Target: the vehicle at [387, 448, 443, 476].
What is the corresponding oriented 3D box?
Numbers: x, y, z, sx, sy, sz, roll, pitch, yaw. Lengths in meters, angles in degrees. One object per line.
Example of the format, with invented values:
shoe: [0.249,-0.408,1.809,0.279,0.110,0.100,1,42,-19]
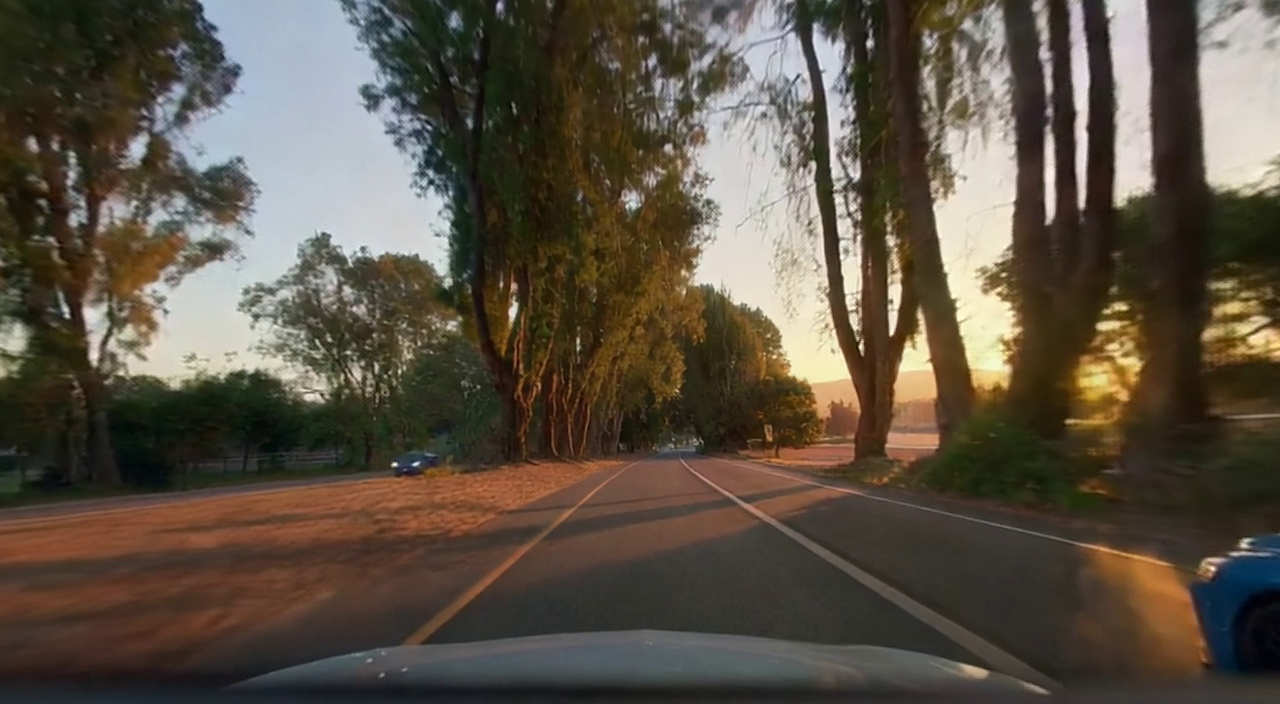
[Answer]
vehicle: [-15.475,7.602,43.728,2.010,1.801,4.777,0,-9,1]
